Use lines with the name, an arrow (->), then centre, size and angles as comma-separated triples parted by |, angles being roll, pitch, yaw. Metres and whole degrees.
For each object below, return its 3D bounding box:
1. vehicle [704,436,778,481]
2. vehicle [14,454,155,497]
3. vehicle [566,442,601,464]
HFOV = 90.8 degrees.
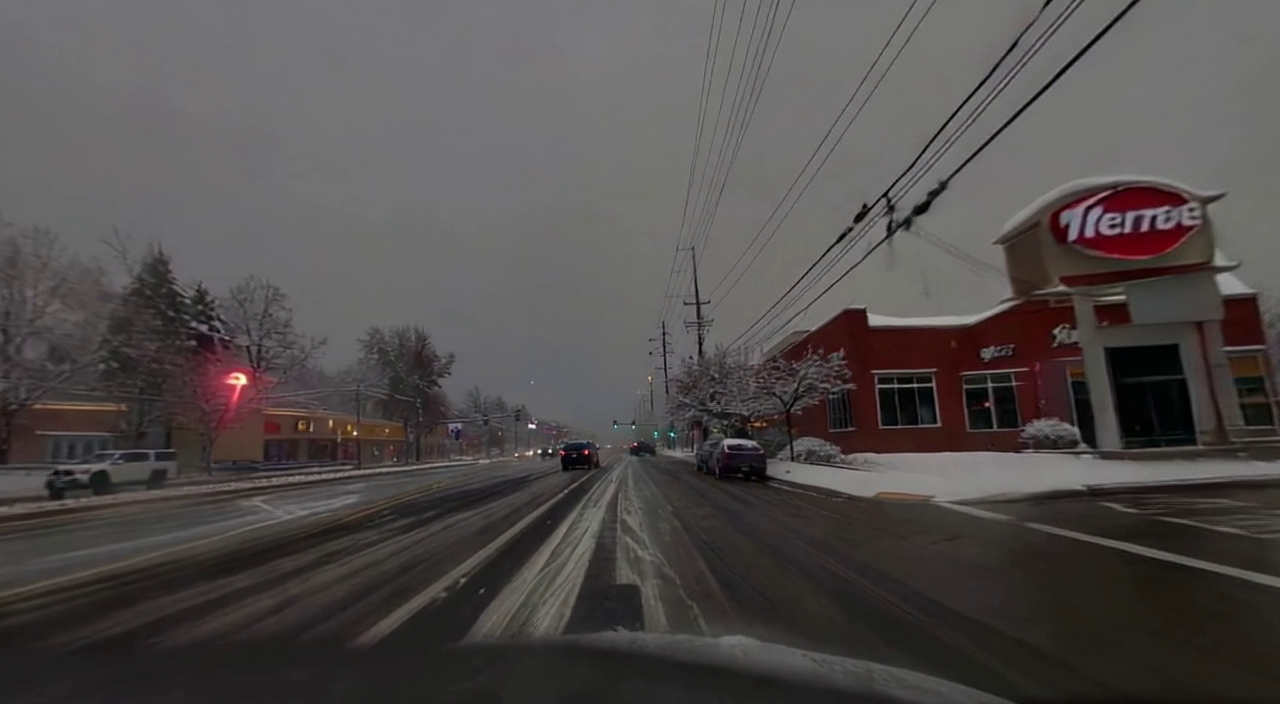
vehicle -> 3.694, 3.992, 23.995 | 1.922, 1.507, 4.824 | 0, -9, -1
vehicle -> -26.481, 5.811, 30.243 | 2.239, 1.802, 4.652 | -8, -11, 41
vehicle -> -4.075, 7.367, 46.191 | 2.179, 1.490, 4.742 | 0, -9, 0
